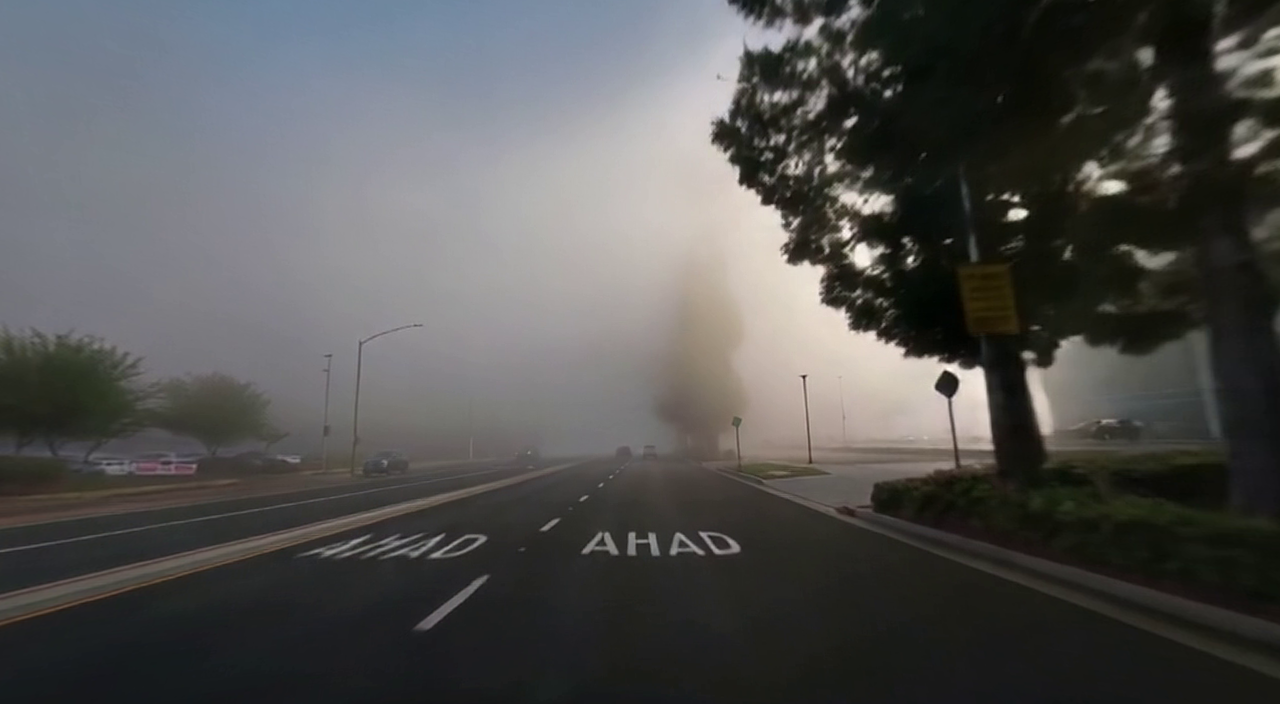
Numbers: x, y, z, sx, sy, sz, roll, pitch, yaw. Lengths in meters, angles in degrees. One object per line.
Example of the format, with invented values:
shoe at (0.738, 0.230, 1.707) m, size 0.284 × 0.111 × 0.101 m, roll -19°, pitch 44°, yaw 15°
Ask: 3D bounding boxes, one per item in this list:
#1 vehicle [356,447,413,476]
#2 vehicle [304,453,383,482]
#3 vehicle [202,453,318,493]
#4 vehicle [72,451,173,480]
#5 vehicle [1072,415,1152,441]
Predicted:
vehicle at (-17.045, 7.290, 42.119) m, size 1.998 × 1.724 × 4.486 m, roll -3°, pitch -9°, yaw 0°
vehicle at (-17.151, 6.679, 36.586) m, size 1.955 × 1.486 × 5.112 m, roll -1°, pitch -8°, yaw 2°
vehicle at (-17.090, 5.429, 28.612) m, size 2.014 × 1.515 × 5.027 m, roll -1°, pitch -8°, yaw 2°
vehicle at (-28.079, 6.145, 34.159) m, size 3.759 × 1.462 × 1.873 m, roll 1°, pitch -8°, yaw -3°
vehicle at (30.046, 4.909, 40.139) m, size 1.829 × 1.496 × 4.642 m, roll -1°, pitch -8°, yaw 5°
